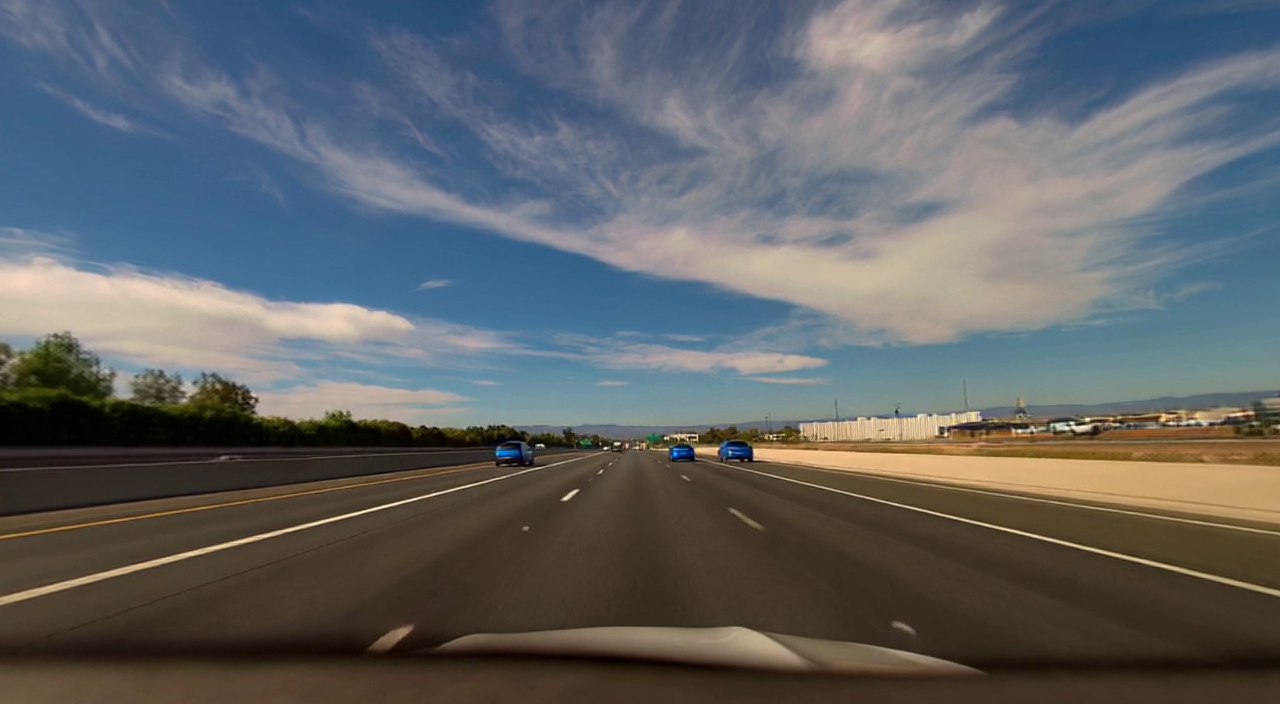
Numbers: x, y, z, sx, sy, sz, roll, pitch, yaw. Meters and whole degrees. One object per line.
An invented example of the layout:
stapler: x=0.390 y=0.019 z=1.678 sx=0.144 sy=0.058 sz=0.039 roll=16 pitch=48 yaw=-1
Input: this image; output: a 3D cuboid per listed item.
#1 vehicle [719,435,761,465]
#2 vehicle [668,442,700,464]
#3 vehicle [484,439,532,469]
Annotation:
vehicle: x=6.863 y=6.802 z=43.943 sx=2.065 sy=1.953 sz=4.605 roll=0 pitch=-8 yaw=-1
vehicle: x=3.114 y=7.276 z=45.554 sx=2.000 sy=1.533 sz=3.770 roll=0 pitch=-8 yaw=-1
vehicle: x=-8.218 y=6.372 z=39.910 sx=2.083 sy=1.696 sz=5.464 roll=1 pitch=-8 yaw=-2
